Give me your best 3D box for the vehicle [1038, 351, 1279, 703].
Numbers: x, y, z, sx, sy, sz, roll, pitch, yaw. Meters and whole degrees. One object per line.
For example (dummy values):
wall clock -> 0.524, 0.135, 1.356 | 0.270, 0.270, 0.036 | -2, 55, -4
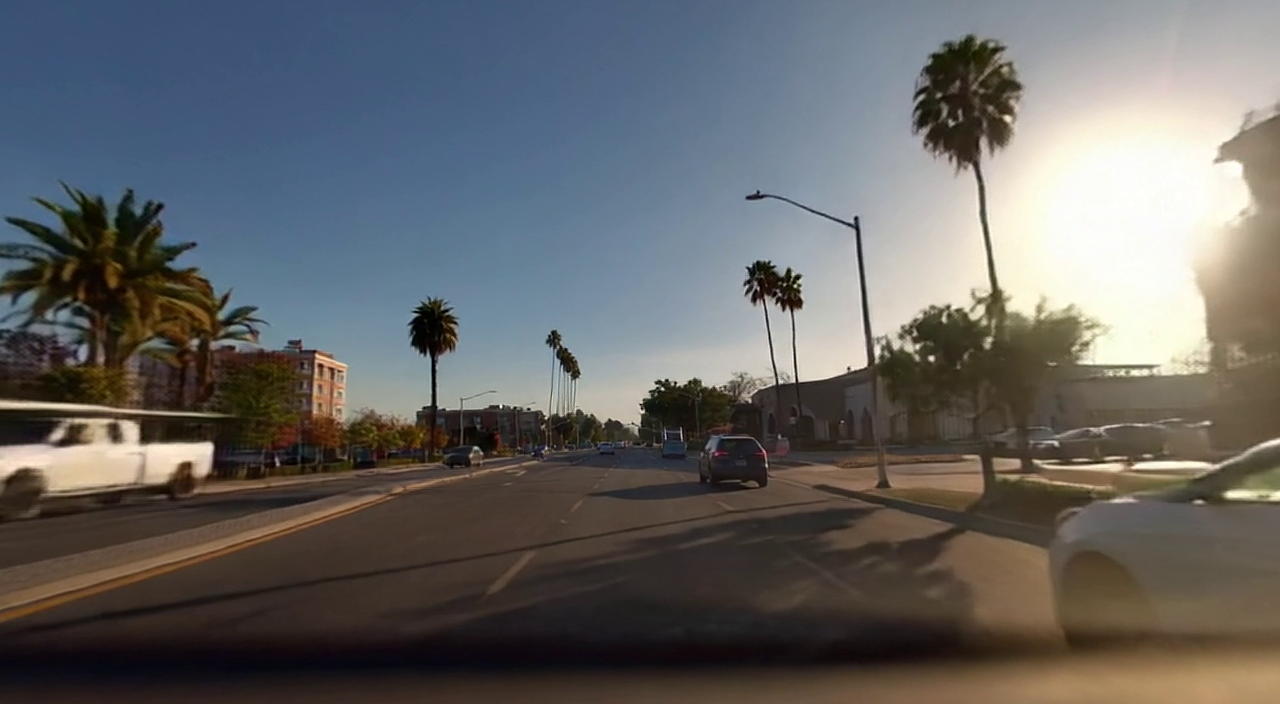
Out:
vehicle -> 3.632, 0.748, 1.890 | 2.084, 1.682, 4.148 | 0, -8, -1

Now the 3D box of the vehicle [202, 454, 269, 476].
vehicle -> -30.066, 8.403, 46.964 | 1.820, 1.454, 4.709 | 0, -8, 0

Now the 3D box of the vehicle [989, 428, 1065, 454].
vehicle -> 23.973, 5.561, 39.130 | 1.795, 1.516, 3.829 | 2, -9, -13

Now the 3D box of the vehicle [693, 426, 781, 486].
vehicle -> 3.330, 3.708, 22.696 | 2.244, 1.901, 4.561 | 0, -8, -3

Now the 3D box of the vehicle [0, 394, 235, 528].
vehicle -> -15.293, 2.898, 17.230 | 3.083, 2.852, 7.976 | 0, -8, 0
